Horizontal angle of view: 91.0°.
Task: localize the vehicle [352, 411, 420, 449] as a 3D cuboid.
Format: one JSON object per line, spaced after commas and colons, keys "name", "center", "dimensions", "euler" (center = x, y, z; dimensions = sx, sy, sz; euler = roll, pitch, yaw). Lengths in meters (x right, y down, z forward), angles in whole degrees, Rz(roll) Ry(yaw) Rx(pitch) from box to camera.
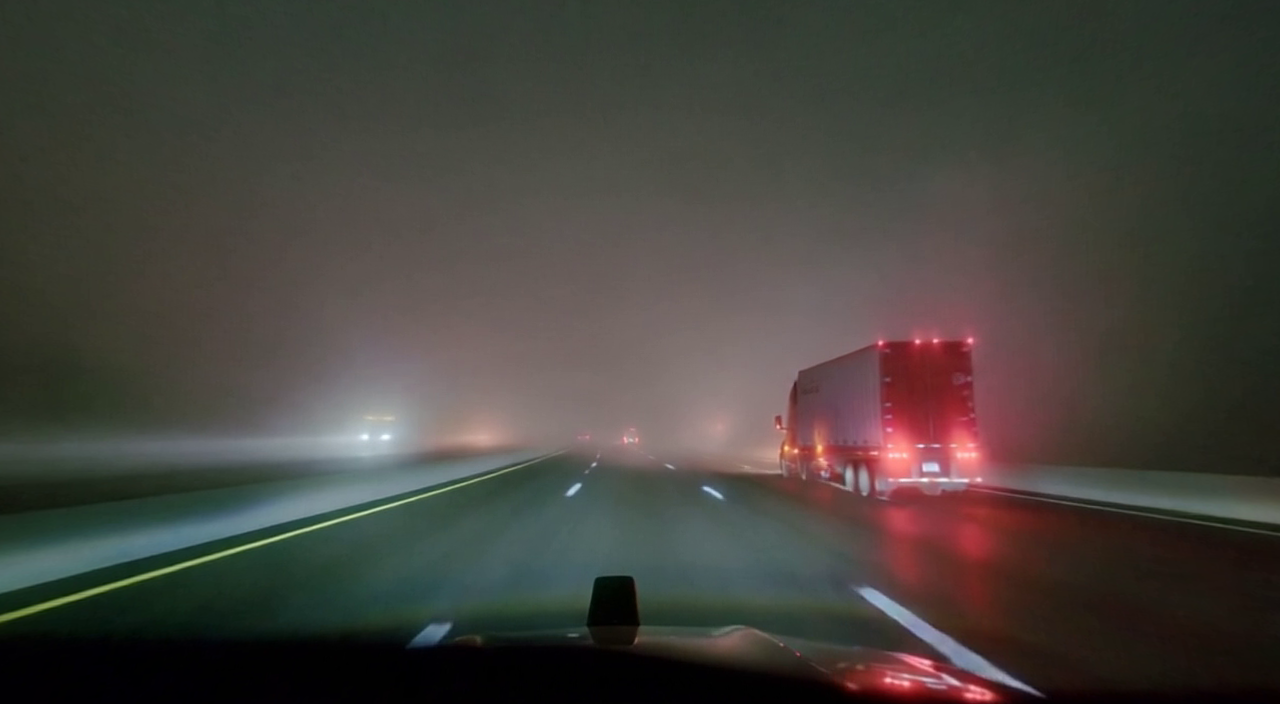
{"name": "vehicle", "center": [-17.422, 5.453, 43.555], "dimensions": [2.344, 2.468, 5.976], "euler": [0, -8, -2]}
